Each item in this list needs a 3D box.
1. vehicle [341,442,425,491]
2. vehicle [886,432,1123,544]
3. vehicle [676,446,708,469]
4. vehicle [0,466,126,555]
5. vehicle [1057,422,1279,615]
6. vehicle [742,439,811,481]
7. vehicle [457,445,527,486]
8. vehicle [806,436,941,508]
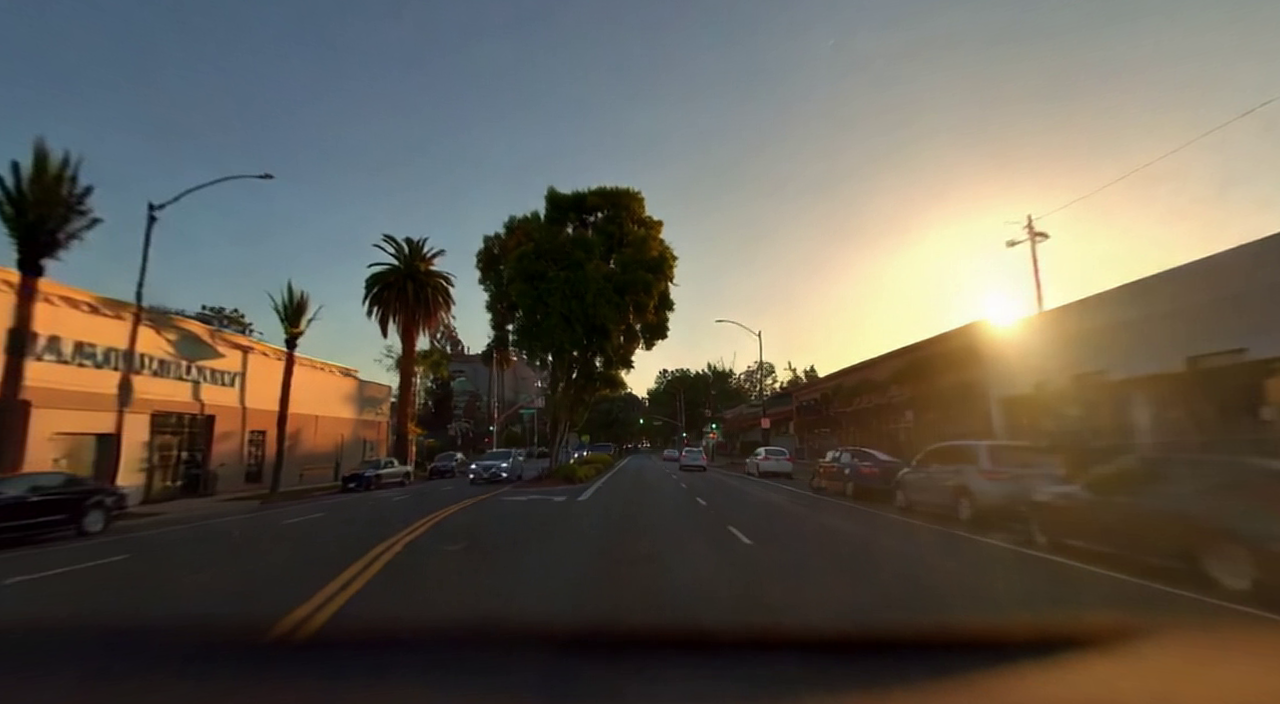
[{"bbox_3d":[-12.479,5.712,31.070,2.217,1.976,4.738,-1,-15,-2],"label":"vehicle"},{"bbox_3d":[6.608,2.465,12.213,1.846,1.739,4.525,0,-8,0],"label":"vehicle"},{"bbox_3d":[3.487,7.112,42.846,1.896,1.501,3.625,0,-8,1],"label":"vehicle"},{"bbox_3d":[-12.592,3.024,12.081,1.838,1.515,4.432,0,-8,-1],"label":"vehicle"},{"bbox_3d":[6.605,1.579,6.300,1.861,1.695,4.283,0,-8,-1],"label":"vehicle"},{"bbox_3d":[6.606,5.266,31.254,2.128,1.887,5.602,0,-8,0],"label":"vehicle"},{"bbox_3d":[-6.033,4.651,26.208,2.010,1.538,3.871,0,-8,-1],"label":"vehicle"},{"bbox_3d":[6.492,3.352,18.253,1.966,1.790,4.646,0,-8,-2],"label":"vehicle"}]
